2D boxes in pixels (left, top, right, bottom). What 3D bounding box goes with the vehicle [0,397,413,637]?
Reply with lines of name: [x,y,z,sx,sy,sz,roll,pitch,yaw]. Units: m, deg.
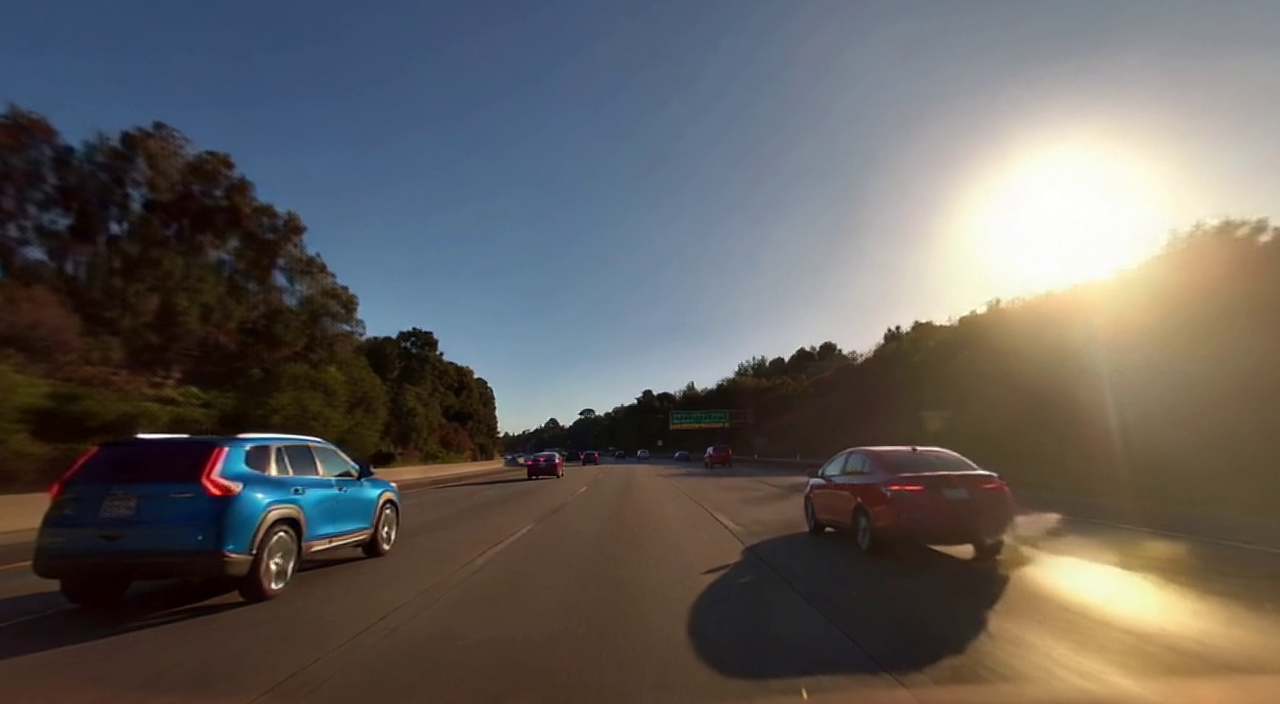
vehicle: [-4.303,1.538,6.819,2.079,1.745,4.281,0,-9,0]

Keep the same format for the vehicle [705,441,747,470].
vehicle: [6.679,8.087,49.441,2.378,2.096,5.119,0,-9,-3]

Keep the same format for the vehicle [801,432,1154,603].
vehicle: [3.721,1.890,8.119,2.120,1.572,4.344,0,-9,0]

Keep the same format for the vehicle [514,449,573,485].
vehicle: [-4.224,5.101,28.274,2.009,1.488,4.289,0,-9,0]
